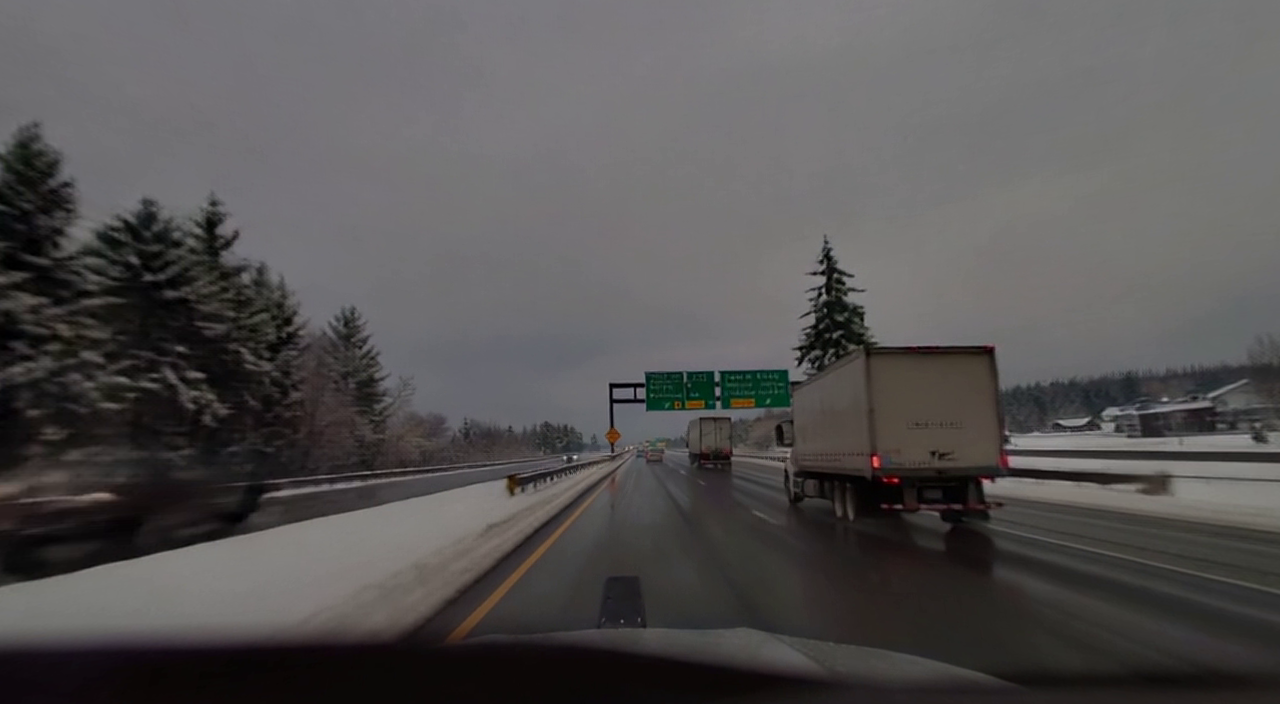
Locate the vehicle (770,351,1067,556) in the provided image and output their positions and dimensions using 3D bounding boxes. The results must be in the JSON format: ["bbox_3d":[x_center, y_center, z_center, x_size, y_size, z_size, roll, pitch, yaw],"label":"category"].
[{"bbox_3d":[4.407,1.816,11.633,2.569,2.783,5.984,0,-9,-1],"label":"vehicle"}]

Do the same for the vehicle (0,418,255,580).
[{"bbox_3d":[-8.971,2.226,10.195,2.174,1.978,5.226,-2,-9,0],"label":"vehicle"}]

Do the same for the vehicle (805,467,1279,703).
[{"bbox_3d":[4.521,1.701,5.392,2.472,1.036,13.239,0,-9,-1],"label":"vehicle"}]

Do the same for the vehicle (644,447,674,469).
[{"bbox_3d":[1.347,7.730,46.024,2.049,1.500,3.790,0,-9,0],"label":"vehicle"}]

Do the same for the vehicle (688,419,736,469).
[{"bbox_3d":[5.094,6.702,45.804,2.743,3.367,7.306,0,-9,1],"label":"vehicle"}]
